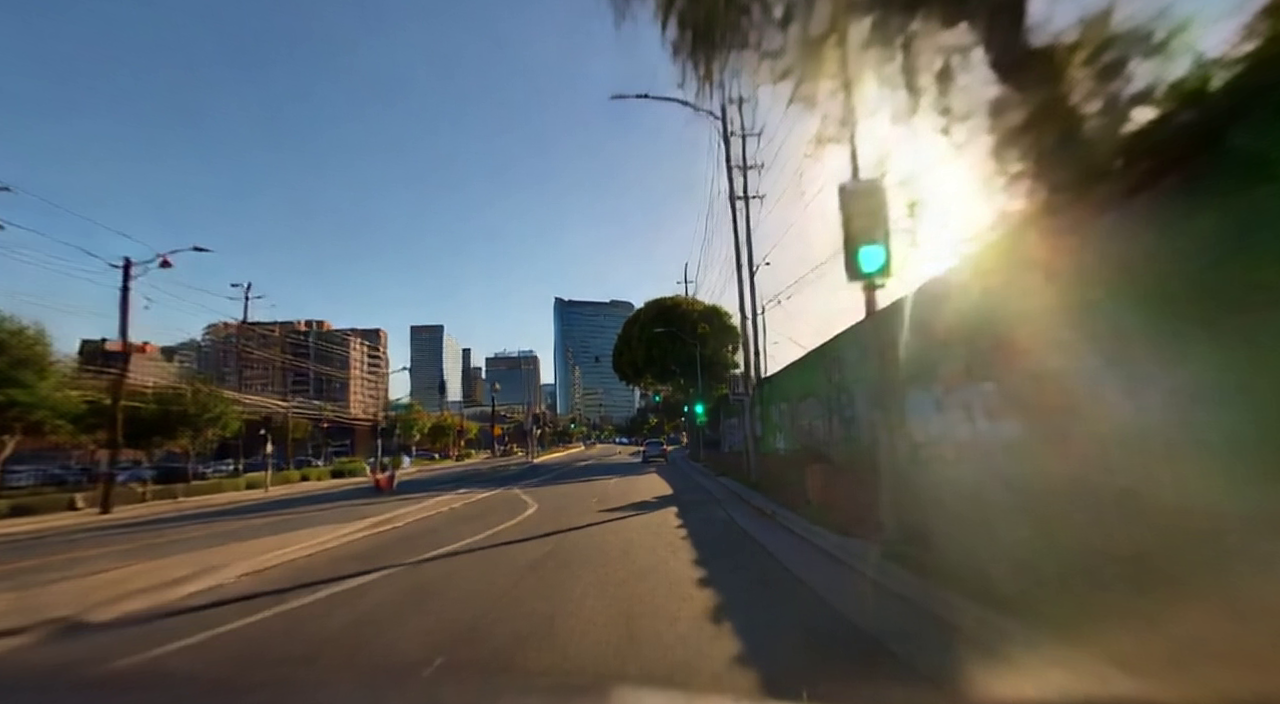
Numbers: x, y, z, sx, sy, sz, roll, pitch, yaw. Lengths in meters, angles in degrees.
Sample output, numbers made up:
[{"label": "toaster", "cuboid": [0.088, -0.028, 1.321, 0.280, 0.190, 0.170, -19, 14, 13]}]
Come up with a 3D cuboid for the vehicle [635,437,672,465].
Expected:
[{"label": "vehicle", "cuboid": [0.820, 6.025, 38.630, 2.105, 1.611, 3.750, -1, -8, 1]}]
